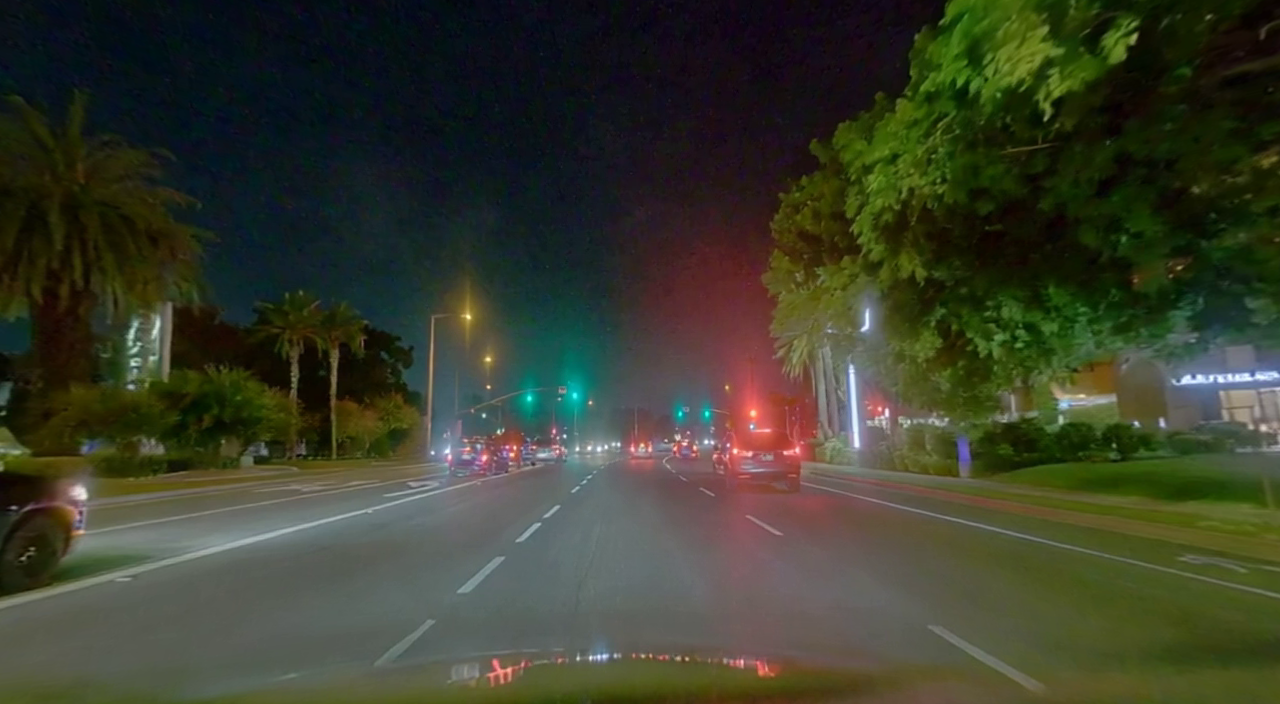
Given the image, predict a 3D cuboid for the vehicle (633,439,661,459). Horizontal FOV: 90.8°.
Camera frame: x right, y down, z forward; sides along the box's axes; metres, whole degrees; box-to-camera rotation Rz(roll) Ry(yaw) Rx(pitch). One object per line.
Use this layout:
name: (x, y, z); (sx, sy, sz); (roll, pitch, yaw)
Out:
vehicle: (0.592, 7.575, 49.477); (2.057, 1.492, 3.825); (-1, -8, 3)

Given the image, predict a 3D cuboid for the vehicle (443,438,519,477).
vehicle: (-6.662, 4.479, 27.136); (1.935, 1.483, 4.973); (0, -8, 1)

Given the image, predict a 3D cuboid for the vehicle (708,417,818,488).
vehicle: (3.682, 3.161, 20.040); (2.267, 1.931, 5.145); (0, -8, -2)

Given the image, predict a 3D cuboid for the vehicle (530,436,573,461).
vehicle: (-6.365, 7.024, 46.062); (2.088, 1.746, 4.650); (-1, -8, 5)

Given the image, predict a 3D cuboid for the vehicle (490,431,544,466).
vehicle: (-7.066, 5.608, 36.828); (2.127, 1.888, 4.637); (-1, -8, 1)
